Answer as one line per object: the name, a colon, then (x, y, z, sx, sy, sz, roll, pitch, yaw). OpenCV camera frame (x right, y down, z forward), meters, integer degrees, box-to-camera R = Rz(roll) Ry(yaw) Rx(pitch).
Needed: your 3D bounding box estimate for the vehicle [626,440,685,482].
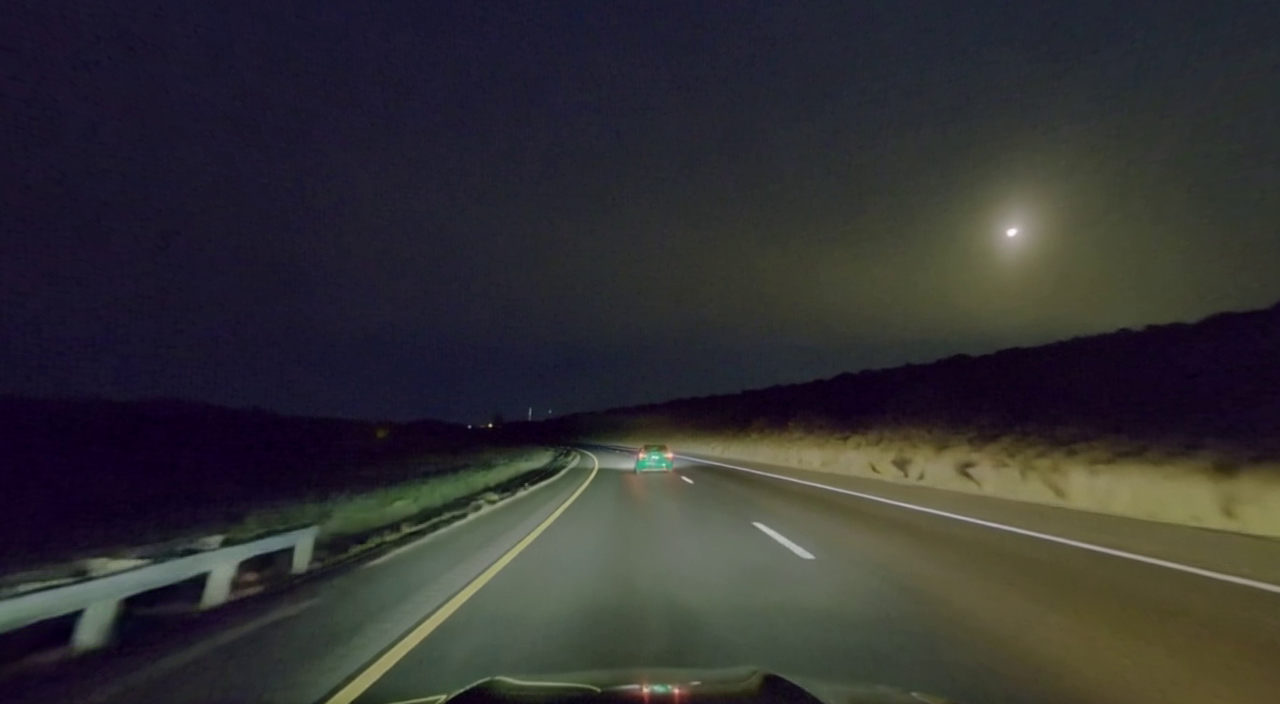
vehicle: (0.508, 4.237, 24.793, 2.029, 1.474, 4.183, 0, -9, -2)
